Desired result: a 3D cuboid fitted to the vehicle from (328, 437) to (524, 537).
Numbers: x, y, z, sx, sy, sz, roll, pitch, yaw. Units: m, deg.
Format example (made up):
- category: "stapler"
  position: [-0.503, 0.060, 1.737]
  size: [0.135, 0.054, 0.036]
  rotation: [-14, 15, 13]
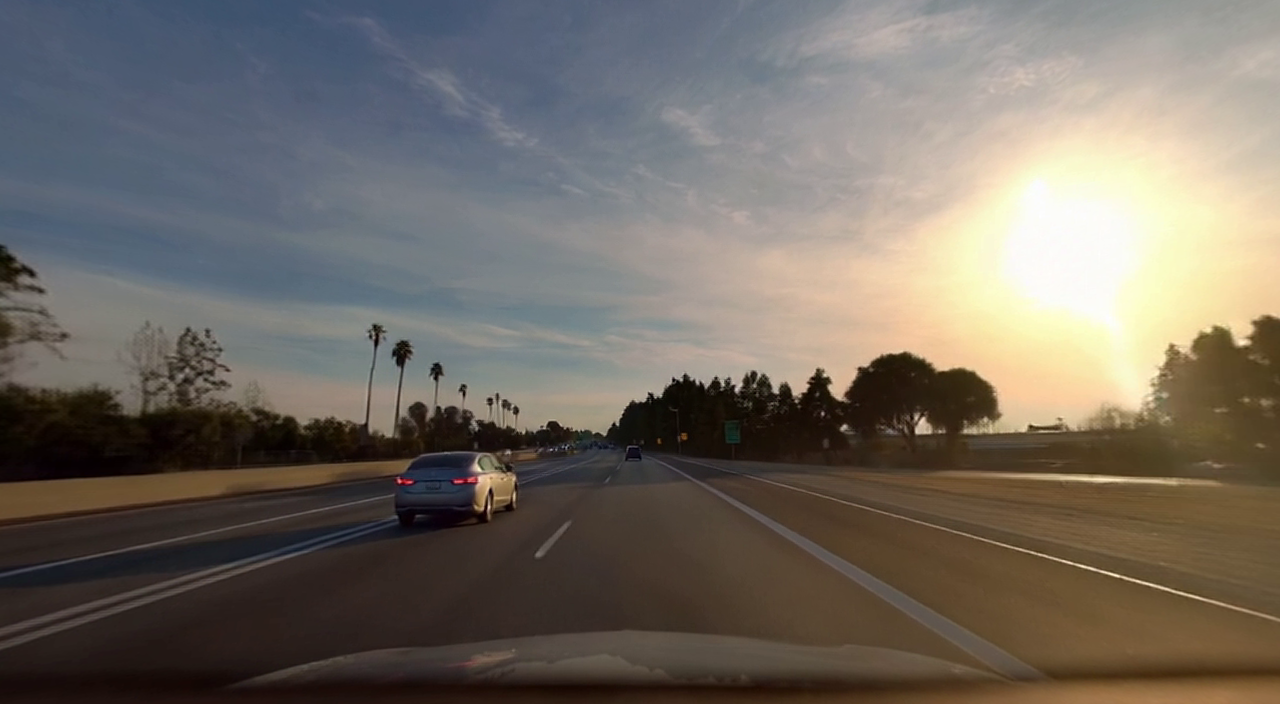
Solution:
- category: "vehicle"
  position: [-3.851, 2.499, 12.416]
  size: [2.092, 1.562, 4.748]
  rotation: [0, -8, 2]
